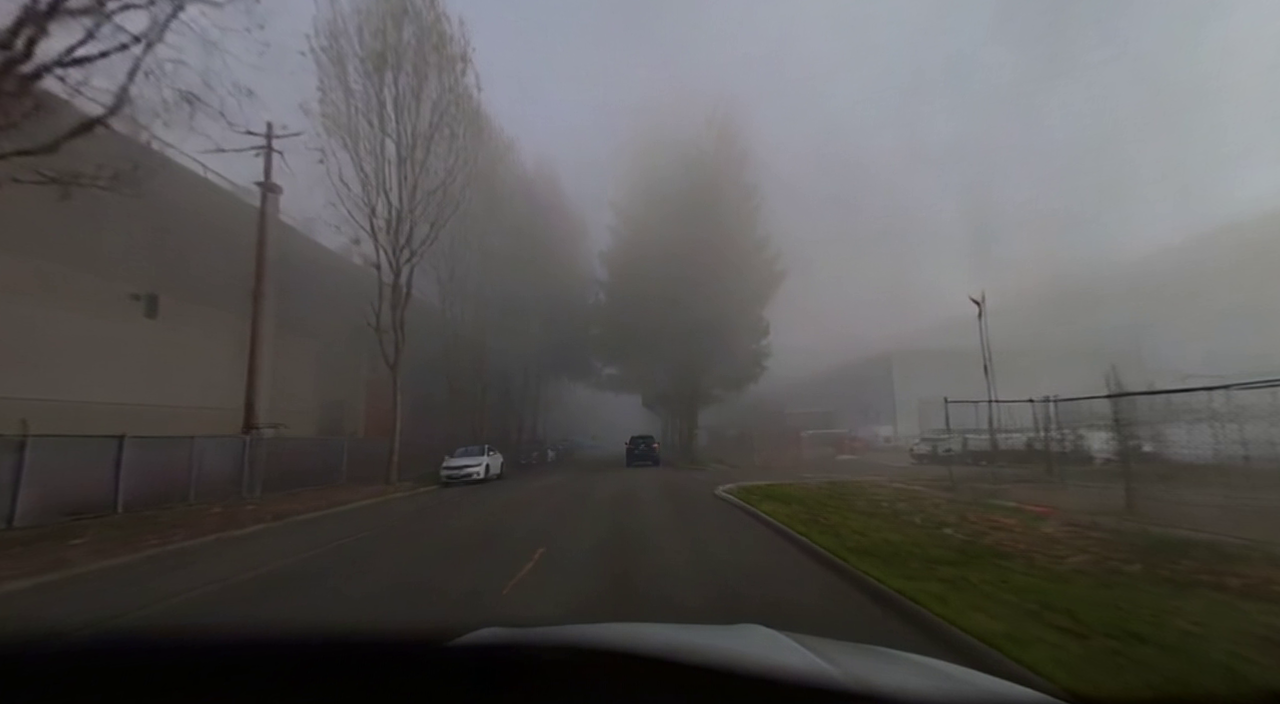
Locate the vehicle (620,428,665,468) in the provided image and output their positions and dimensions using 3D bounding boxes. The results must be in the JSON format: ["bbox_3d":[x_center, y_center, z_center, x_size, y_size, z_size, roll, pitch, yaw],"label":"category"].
[{"bbox_3d":[0.108,4.893,32.308,2.152,1.874,4.042,0,-8,0],"label":"vehicle"}]

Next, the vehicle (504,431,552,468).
[{"bbox_3d":[-6.673,5.899,38.052,2.005,1.989,4.929,-3,-9,0],"label":"vehicle"}]

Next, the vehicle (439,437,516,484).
[{"bbox_3d":[-6.089,4.153,24.086,1.938,1.500,4.130,-3,-10,-2],"label":"vehicle"}]
